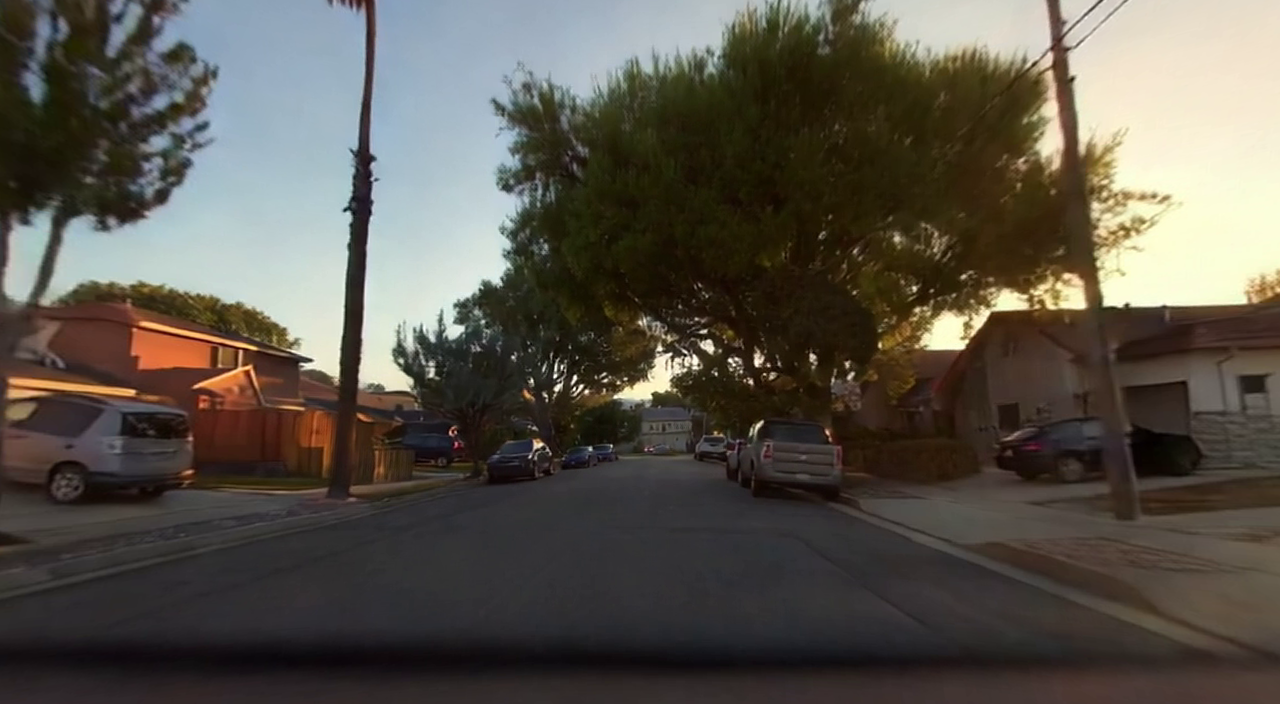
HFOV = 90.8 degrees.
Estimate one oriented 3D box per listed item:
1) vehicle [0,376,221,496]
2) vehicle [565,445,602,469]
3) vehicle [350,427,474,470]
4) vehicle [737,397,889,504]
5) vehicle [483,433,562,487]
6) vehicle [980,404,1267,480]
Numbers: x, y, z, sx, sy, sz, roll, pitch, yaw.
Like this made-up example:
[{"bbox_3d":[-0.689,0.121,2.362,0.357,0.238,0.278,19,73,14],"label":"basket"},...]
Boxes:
[{"bbox_3d":[-11.241,1.552,11.607,5.340,1.948,2.398,0,-9,2],"label":"vehicle"},{"bbox_3d":[-3.727,7.097,42.436,2.080,1.479,4.531,-1,-10,0],"label":"vehicle"},{"bbox_3d":[-10.758,4.600,30.192,4.991,1.947,2.329,0,-8,0],"label":"vehicle"},{"bbox_3d":[3.800,2.362,15.303,2.184,2.038,6.212,0,-9,3],"label":"vehicle"},{"bbox_3d":[-4.378,4.058,24.374,2.147,1.823,4.725,-1,-7,0],"label":"vehicle"},{"bbox_3d":[10.348,1.987,13.863,4.643,1.520,1.826,-1,-9,4],"label":"vehicle"}]
